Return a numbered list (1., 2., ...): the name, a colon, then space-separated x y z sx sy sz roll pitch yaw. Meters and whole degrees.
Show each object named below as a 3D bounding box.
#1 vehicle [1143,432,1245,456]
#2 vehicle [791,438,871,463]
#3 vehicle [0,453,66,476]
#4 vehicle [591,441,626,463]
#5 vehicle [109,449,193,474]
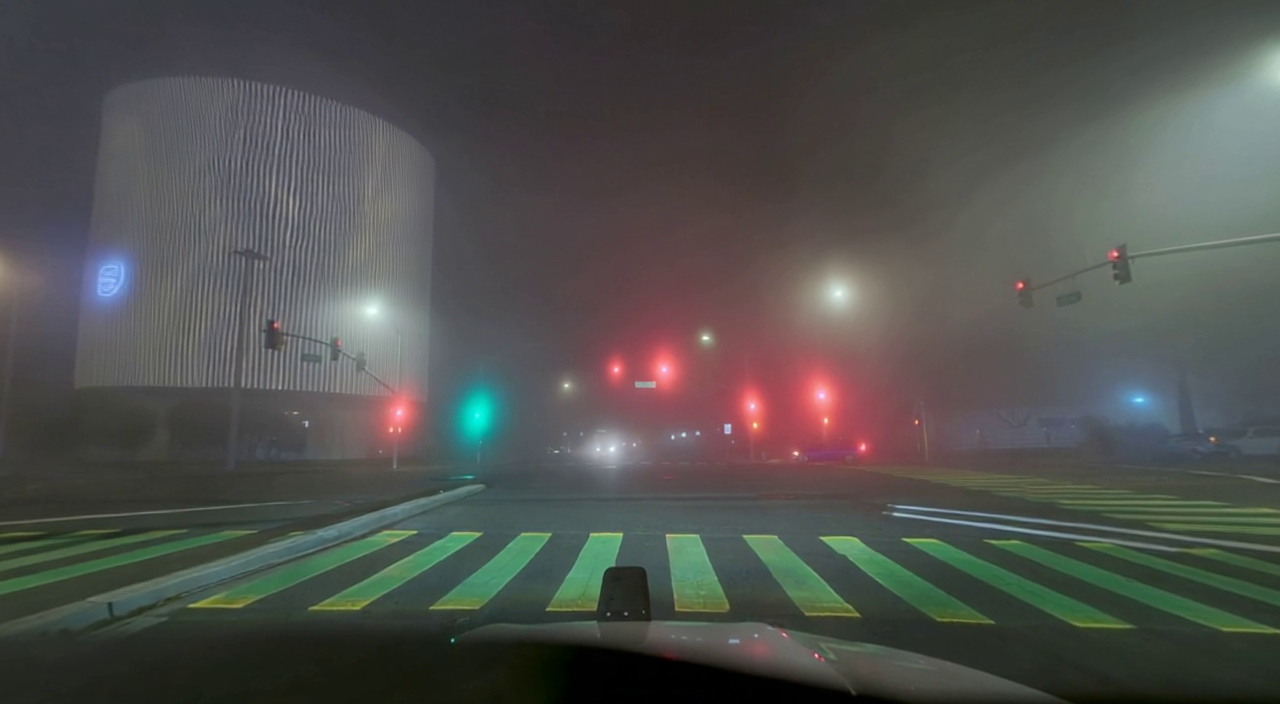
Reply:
1. vehicle: 36.132 6.015 41.207 4.767 1.456 1.858 -1 -8 3
2. vehicle: 11.882 6.160 39.501 4.529 1.457 1.981 -1 -9 9
3. vehicle: -41.657 7.632 42.747 3.698 1.467 1.779 0 -8 1
4. vehicle: -2.155 7.100 44.807 2.280 1.454 4.836 0 -8 0
5. vehicle: -33.092 7.407 42.742 4.136 1.661 1.857 0 -8 1
